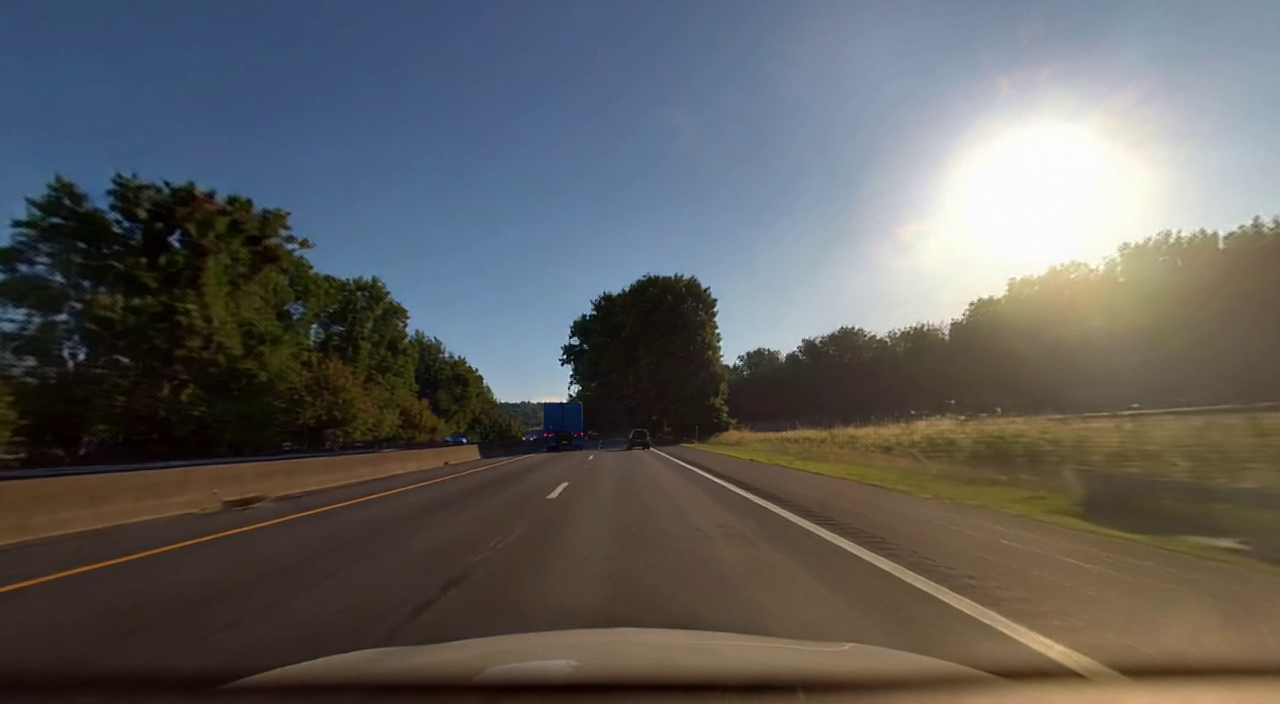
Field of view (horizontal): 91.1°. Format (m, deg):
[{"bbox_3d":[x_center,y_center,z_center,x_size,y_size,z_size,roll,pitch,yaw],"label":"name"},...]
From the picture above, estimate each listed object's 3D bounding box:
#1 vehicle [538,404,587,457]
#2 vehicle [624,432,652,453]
[{"bbox_3d":[-4.842,5.039,40.302,2.450,3.098,6.965,0,-8,-2],"label":"vehicle"},{"bbox_3d":[-0.177,6.667,46.569,1.988,1.472,3.716,0,-8,-2],"label":"vehicle"}]
